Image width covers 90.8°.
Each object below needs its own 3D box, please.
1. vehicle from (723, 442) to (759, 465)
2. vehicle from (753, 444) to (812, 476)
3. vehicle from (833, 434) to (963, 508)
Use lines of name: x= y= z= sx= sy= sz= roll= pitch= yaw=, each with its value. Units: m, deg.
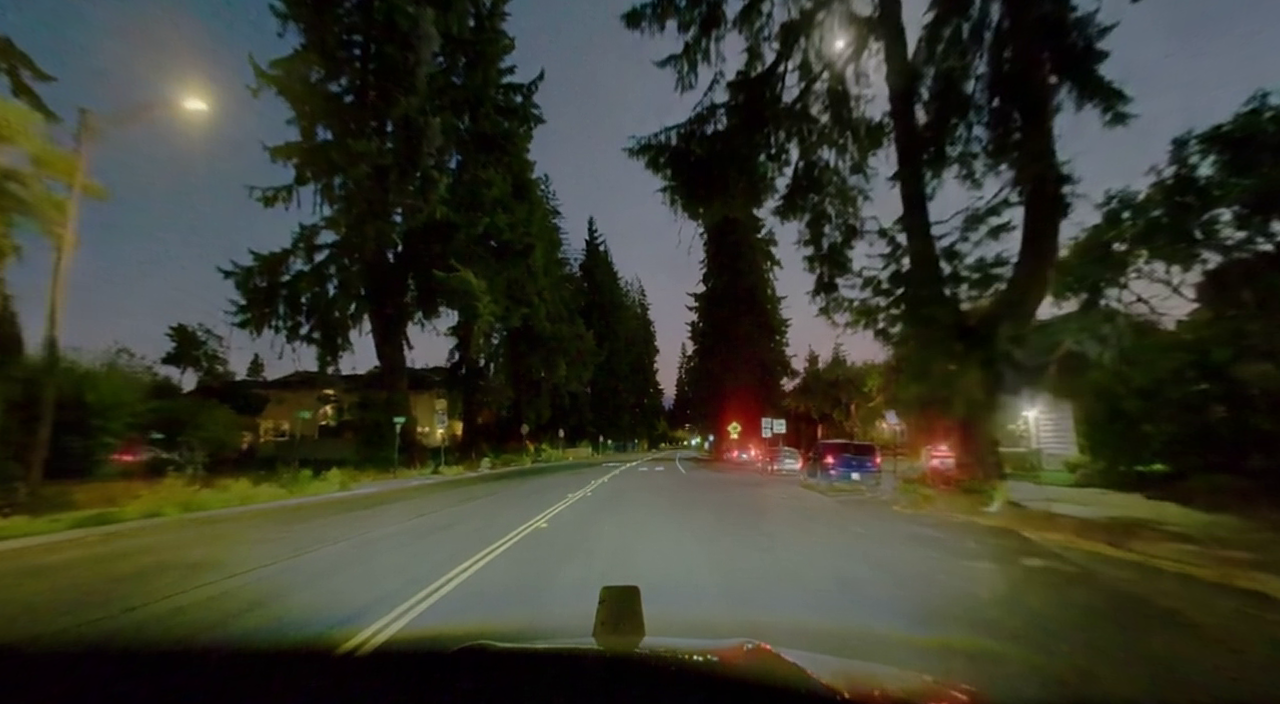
vehicle: x=7.368 y=7.448 z=46.556 sx=1.893 sy=1.543 sz=4.434 roll=0 pitch=-9 yaw=0
vehicle: x=6.926 y=5.287 z=31.234 sx=1.913 sy=1.479 sz=4.209 roll=0 pitch=-9 yaw=0
vehicle: x=6.451 y=2.991 z=16.280 sx=1.798 sy=1.669 sz=3.626 roll=0 pitch=-9 yaw=0
